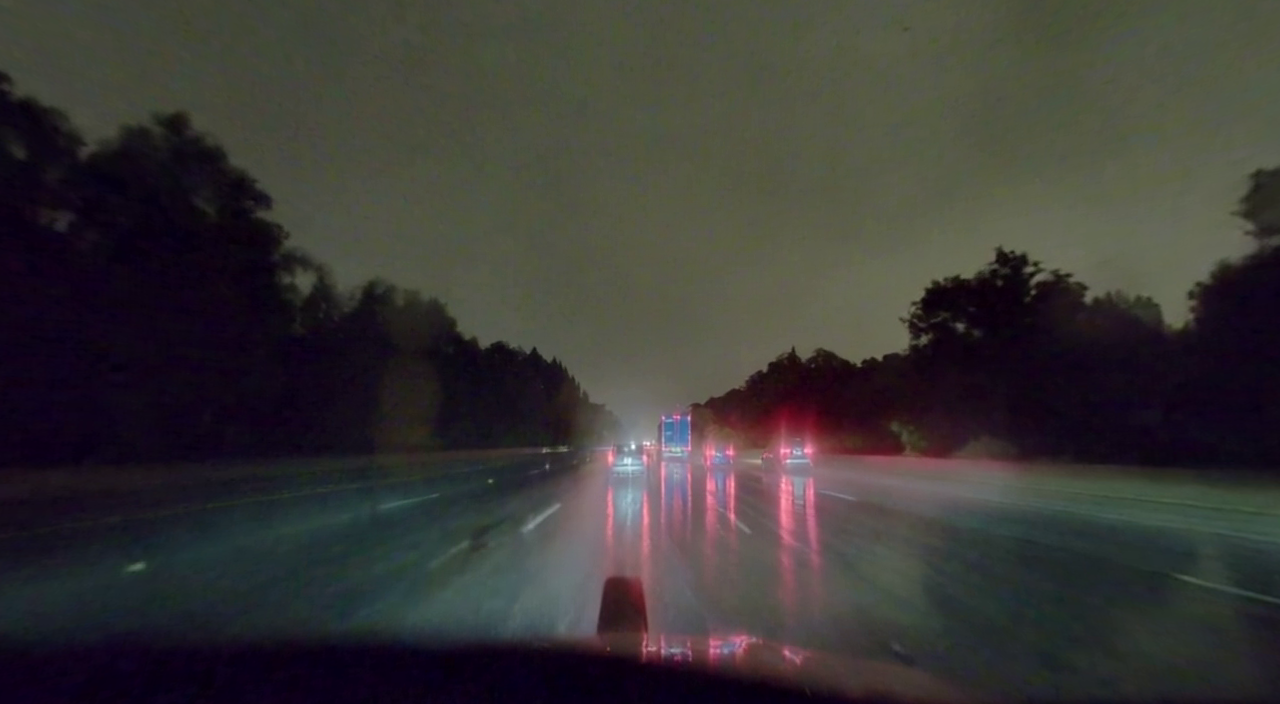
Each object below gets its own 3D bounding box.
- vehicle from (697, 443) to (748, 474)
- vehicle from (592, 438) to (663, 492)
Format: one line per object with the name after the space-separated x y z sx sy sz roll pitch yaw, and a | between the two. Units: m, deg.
4.158 5.426 32.324 1.971 1.472 4.301 0 -8 -1 | vehicle
-0.296 3.544 20.046 2.020 1.516 3.951 -1 -8 2 | vehicle
